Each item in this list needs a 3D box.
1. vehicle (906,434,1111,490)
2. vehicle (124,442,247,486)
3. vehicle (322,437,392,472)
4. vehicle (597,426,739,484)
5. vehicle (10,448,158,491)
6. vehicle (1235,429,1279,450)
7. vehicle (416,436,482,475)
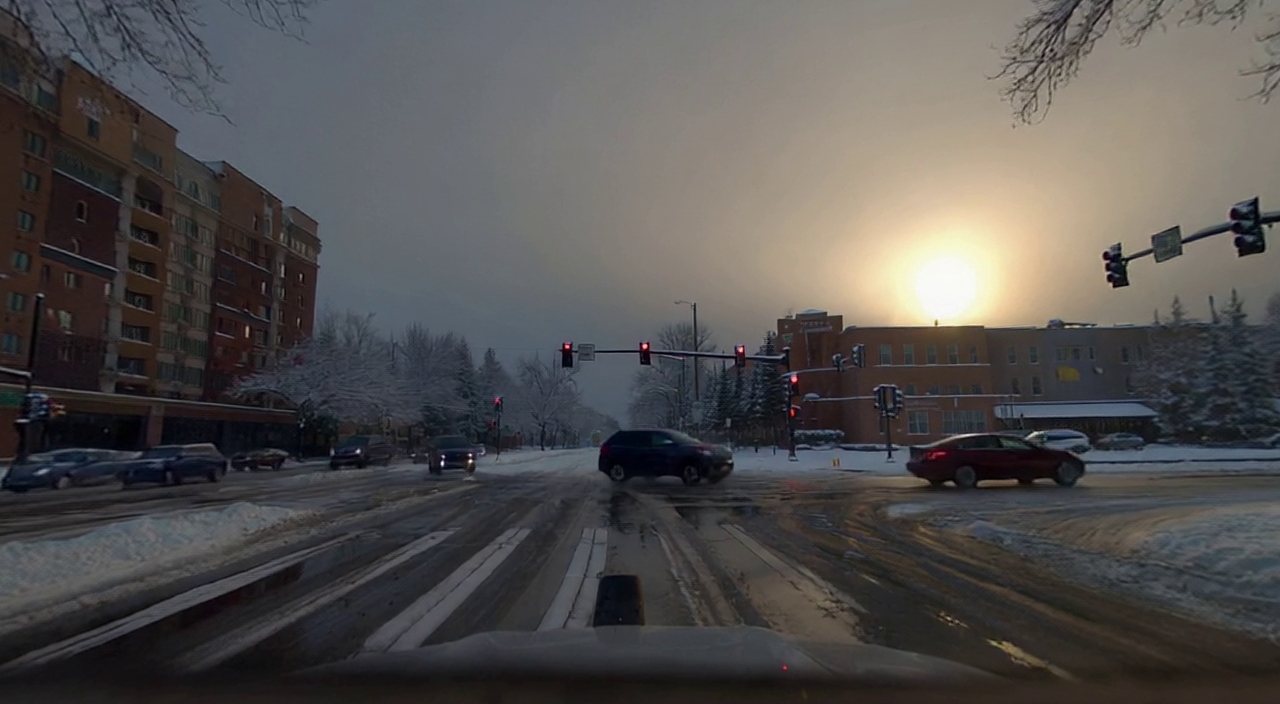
[{"bbox_3d":[10.329,3.119,18.119,4.532,1.467,2.135,-2,-9,11],"label":"vehicle"},{"bbox_3d":[-19.686,4.843,27.662,2.088,1.743,4.417,0,-9,-1],"label":"vehicle"},{"bbox_3d":[-16.407,5.970,36.929,1.977,1.878,4.575,0,-9,0],"label":"vehicle"},{"bbox_3d":[0.975,3.723,22.984,4.767,1.877,2.017,-6,-10,33],"label":"vehicle"},{"bbox_3d":[-23.251,4.897,26.749,2.041,1.642,4.628,0,-9,0],"label":"vehicle"},{"bbox_3d":[45.674,6.285,45.276,1.786,1.412,4.330,0,-9,0],"label":"vehicle"},{"bbox_3d":[-9.091,4.861,29.861,1.982,1.678,4.180,5,-10,-29],"label":"vehicle"}]
